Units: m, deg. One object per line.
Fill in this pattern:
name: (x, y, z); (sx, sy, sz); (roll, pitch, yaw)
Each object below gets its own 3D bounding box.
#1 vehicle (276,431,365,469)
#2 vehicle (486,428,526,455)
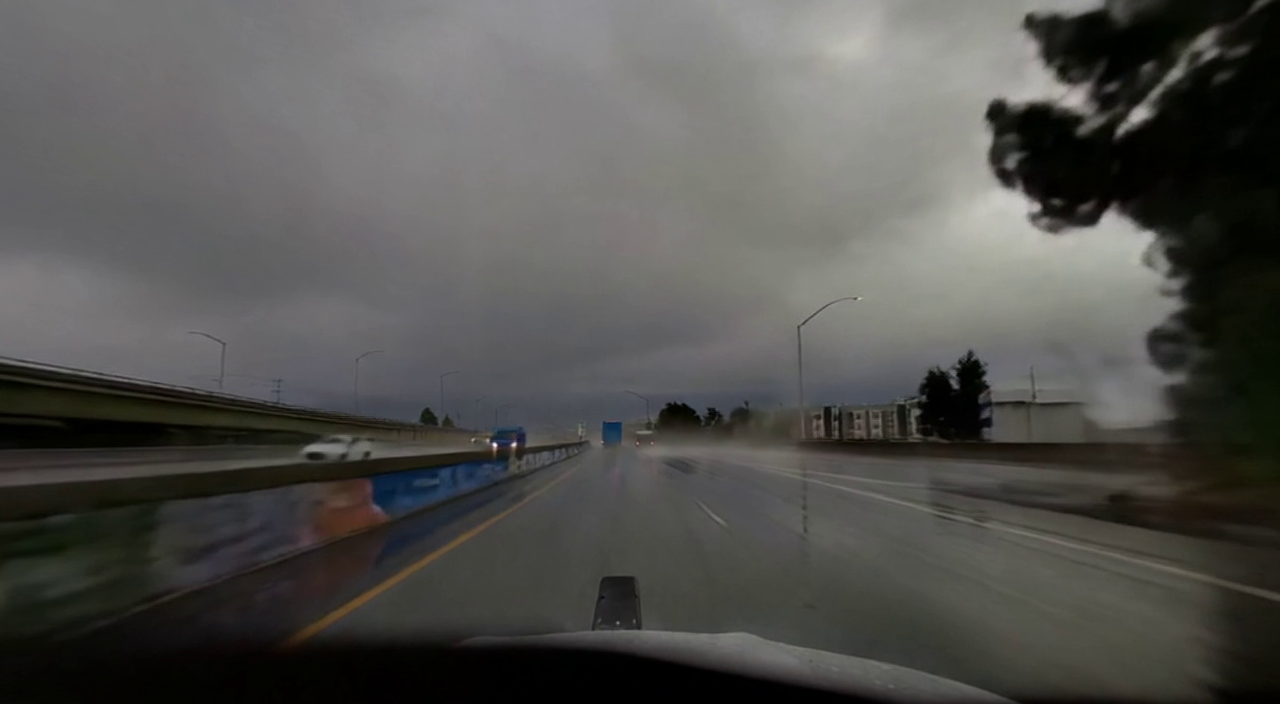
vehicle: (-13.522, 4.146, 26.885); (1.855, 1.496, 3.746); (0, -8, -1)
vehicle: (-10.281, 6.917, 48.702); (2.106, 1.901, 5.107); (0, -8, -2)
